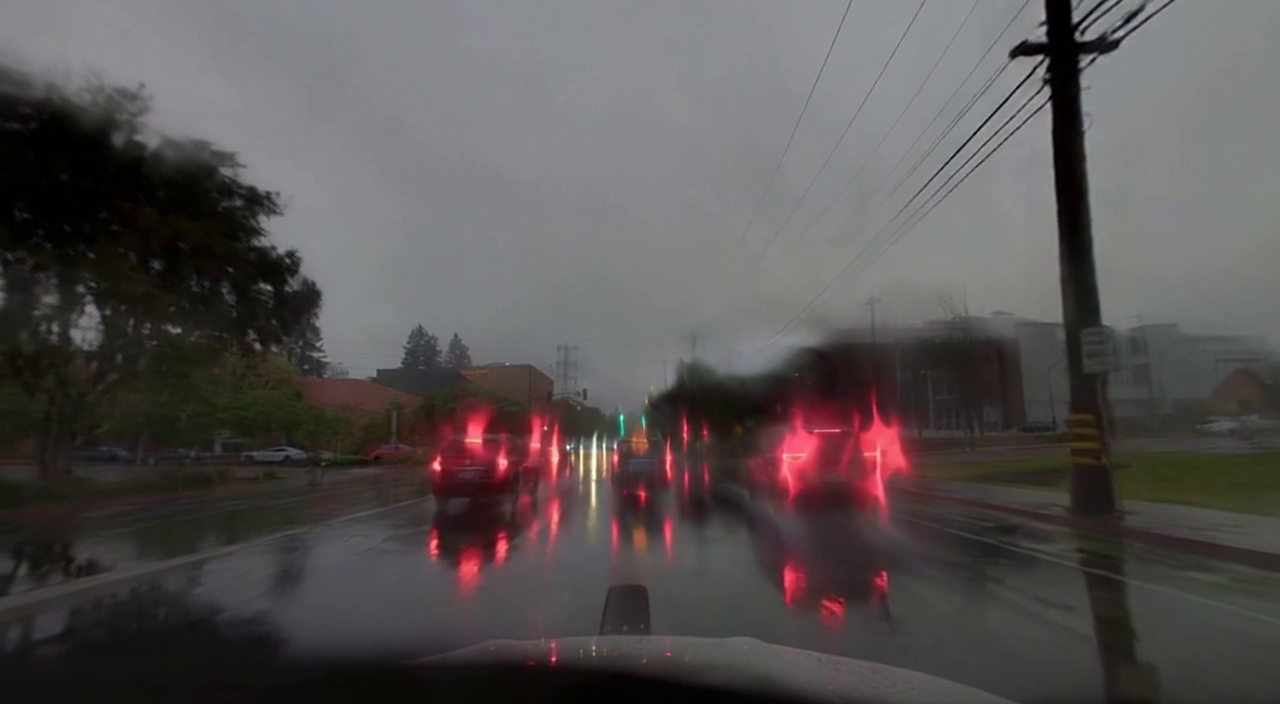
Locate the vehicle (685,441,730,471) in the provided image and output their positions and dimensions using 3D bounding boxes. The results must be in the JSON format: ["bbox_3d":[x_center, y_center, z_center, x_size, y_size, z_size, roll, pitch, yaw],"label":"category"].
[{"bbox_3d":[3.593,5.605,34.282,1.880,1.503,4.130,0,-8,-1],"label":"vehicle"}]

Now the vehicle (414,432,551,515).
[{"bbox_3d":[-3.216,2.568,13.889,2.104,1.488,4.546,0,-9,-4],"label":"vehicle"}]

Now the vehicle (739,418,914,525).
[{"bbox_3d":[3.384,2.275,12.530,2.024,1.711,4.512,0,-9,-1],"label":"vehicle"}]

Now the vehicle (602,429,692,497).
[{"bbox_3d":[0.149,3.036,17.629,2.200,1.653,4.127,0,-8,0],"label":"vehicle"}]
